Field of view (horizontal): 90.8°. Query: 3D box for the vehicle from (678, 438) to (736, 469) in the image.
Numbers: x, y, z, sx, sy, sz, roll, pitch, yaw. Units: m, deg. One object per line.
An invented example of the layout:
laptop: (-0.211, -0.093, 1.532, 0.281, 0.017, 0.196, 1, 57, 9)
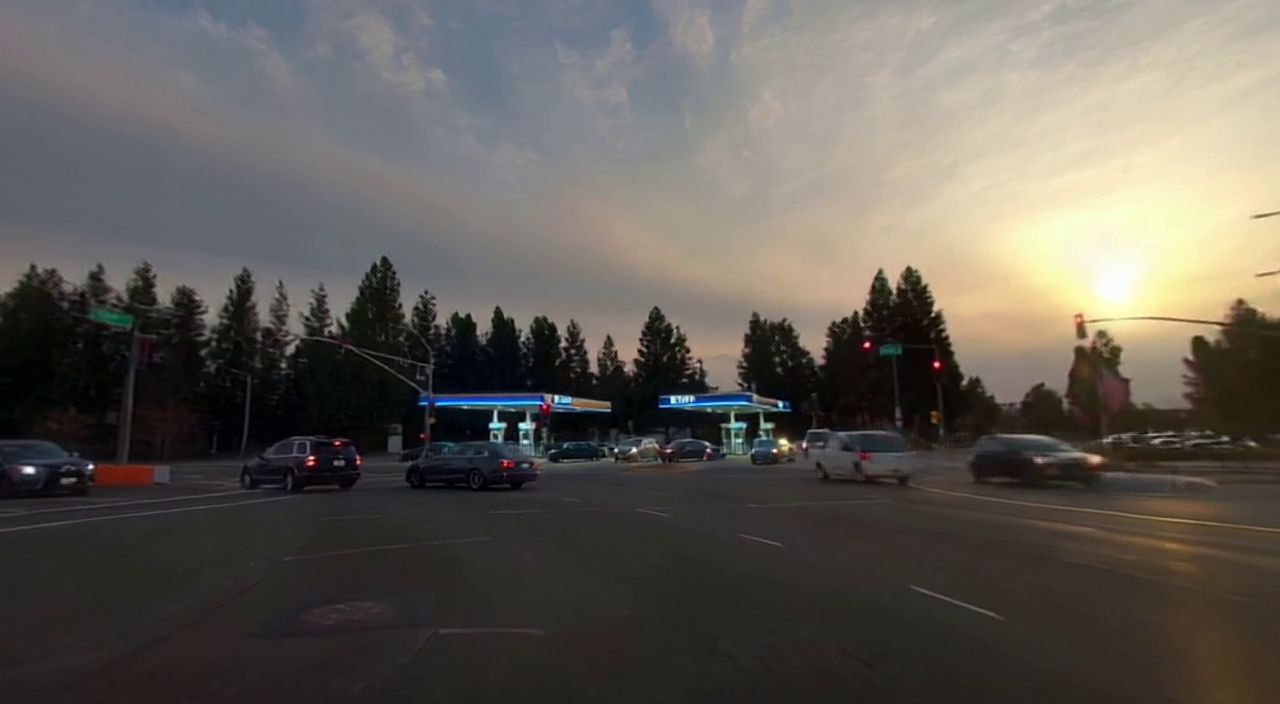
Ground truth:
vehicle: (3.955, 5.864, 36.605, 2.210, 1.542, 4.501, -6, -10, 20)

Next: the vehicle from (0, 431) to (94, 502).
vehicle: (-19.255, 3.445, 19.032, 4.658, 1.911, 2.162, -5, -10, 22)

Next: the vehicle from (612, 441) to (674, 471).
vehicle: (0.239, 6.143, 37.406, 2.210, 1.565, 4.588, -6, -10, 19)

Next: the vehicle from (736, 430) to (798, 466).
vehicle: (7.385, 5.517, 36.264, 2.517, 1.875, 5.774, -3, -9, 20)

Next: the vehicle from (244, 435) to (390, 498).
vehicle: (-10.368, 3.581, 20.178, 4.616, 1.733, 2.351, -7, -11, 38)

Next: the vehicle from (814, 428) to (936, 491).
vehicle: (6.781, 3.152, 18.856, 2.126, 1.626, 4.585, -1, -9, 3)

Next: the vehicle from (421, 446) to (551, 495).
vehicle: (-5.311, 3.947, 21.494, 4.581, 1.460, 1.965, -8, -11, 41)

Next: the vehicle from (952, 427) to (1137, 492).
vehicle: (11.212, 3.016, 18.031, 1.976, 1.573, 4.543, 1, -9, -5)

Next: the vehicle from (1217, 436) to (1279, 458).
vehicle: (43.692, 6.717, 44.539, 3.825, 1.438, 1.968, -5, -10, 22)
